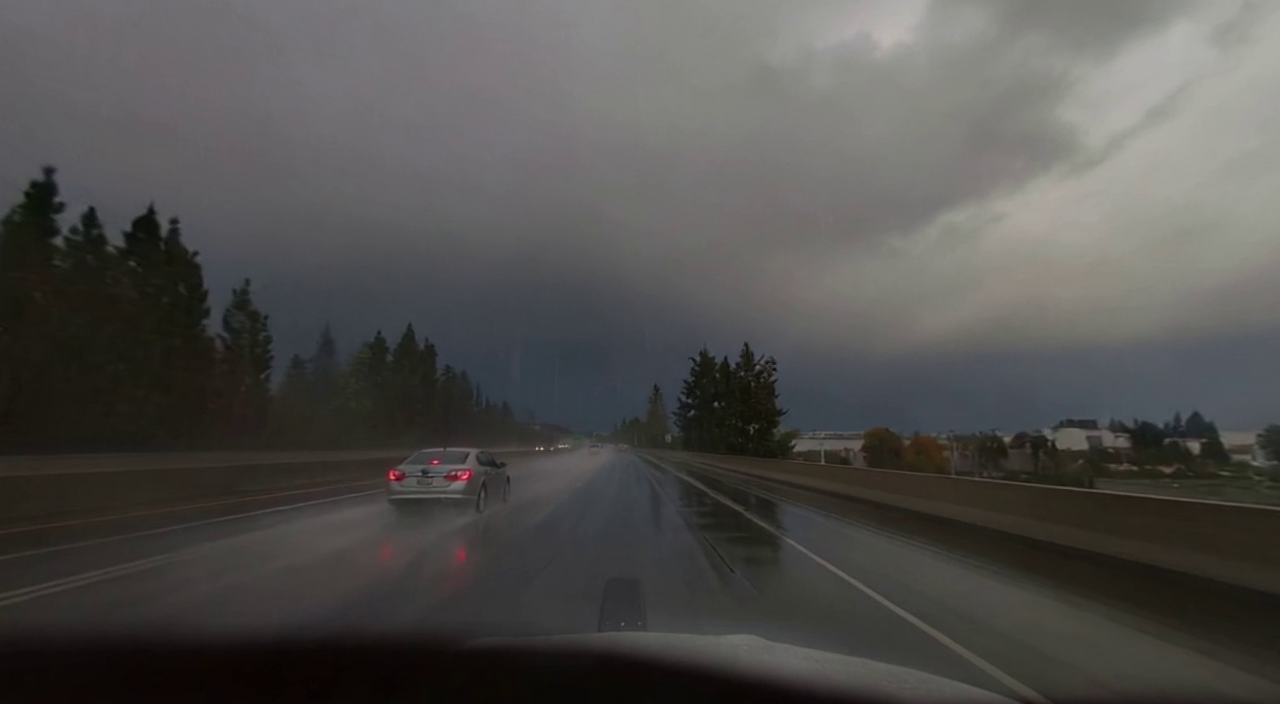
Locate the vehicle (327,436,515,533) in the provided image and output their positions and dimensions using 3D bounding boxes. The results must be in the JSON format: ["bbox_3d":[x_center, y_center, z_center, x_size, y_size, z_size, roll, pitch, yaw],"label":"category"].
[{"bbox_3d":[-3.934,2.461,12.330,2.017,1.522,4.569,0,-9,0],"label":"vehicle"}]
